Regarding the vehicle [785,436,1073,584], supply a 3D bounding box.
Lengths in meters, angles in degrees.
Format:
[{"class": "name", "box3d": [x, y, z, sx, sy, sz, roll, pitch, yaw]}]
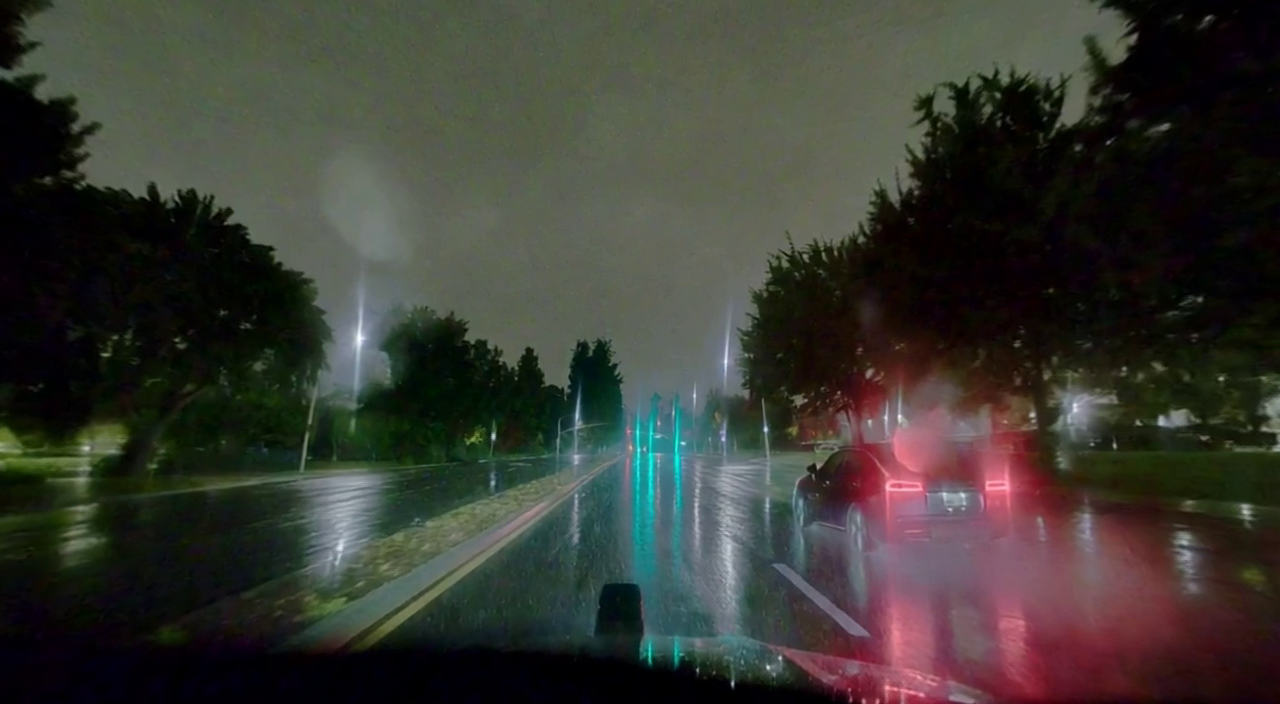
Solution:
[{"class": "vehicle", "box3d": [3.370, 1.891, 8.416, 1.852, 1.453, 4.083, 0, -9, -1]}]
